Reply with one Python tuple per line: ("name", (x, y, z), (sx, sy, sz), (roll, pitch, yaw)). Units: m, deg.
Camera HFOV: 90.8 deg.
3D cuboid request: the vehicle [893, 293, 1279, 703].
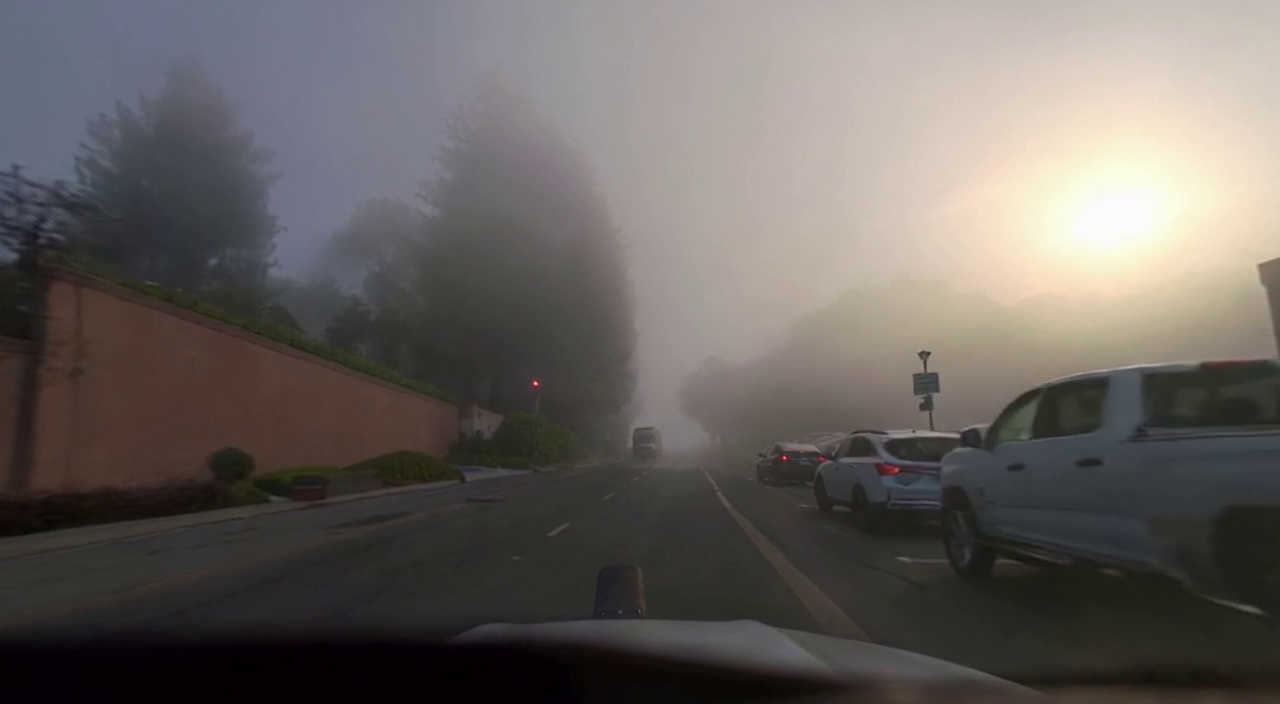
("vehicle", (4.034, 0.961, 4.210), (2.291, 1.981, 6.444), (0, -9, 3))
